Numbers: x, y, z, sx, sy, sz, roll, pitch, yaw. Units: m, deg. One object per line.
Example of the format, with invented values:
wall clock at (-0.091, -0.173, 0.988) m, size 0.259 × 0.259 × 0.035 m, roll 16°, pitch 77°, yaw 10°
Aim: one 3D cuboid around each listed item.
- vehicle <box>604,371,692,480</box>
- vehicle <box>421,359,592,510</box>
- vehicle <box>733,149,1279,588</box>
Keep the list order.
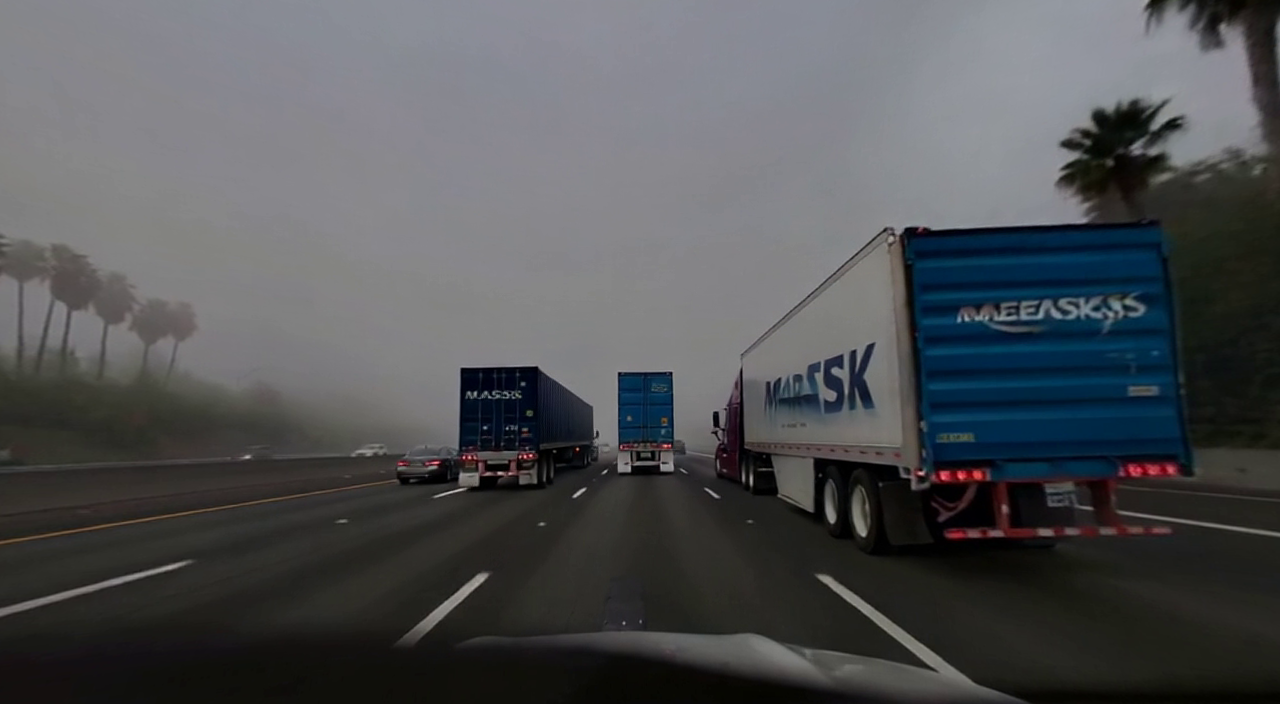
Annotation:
vehicle at (0.352, 3.948, 31.560) m, size 3.097 × 3.856 × 18.209 m, roll 0°, pitch -9°, yaw 0°
vehicle at (-3.278, 2.548, 19.141) m, size 2.786 × 3.228 × 11.082 m, roll 0°, pitch -8°, yaw 0°
vehicle at (4.430, 1.097, 13.170) m, size 2.887 × 4.178 × 14.553 m, roll 0°, pitch -8°, yaw 0°
